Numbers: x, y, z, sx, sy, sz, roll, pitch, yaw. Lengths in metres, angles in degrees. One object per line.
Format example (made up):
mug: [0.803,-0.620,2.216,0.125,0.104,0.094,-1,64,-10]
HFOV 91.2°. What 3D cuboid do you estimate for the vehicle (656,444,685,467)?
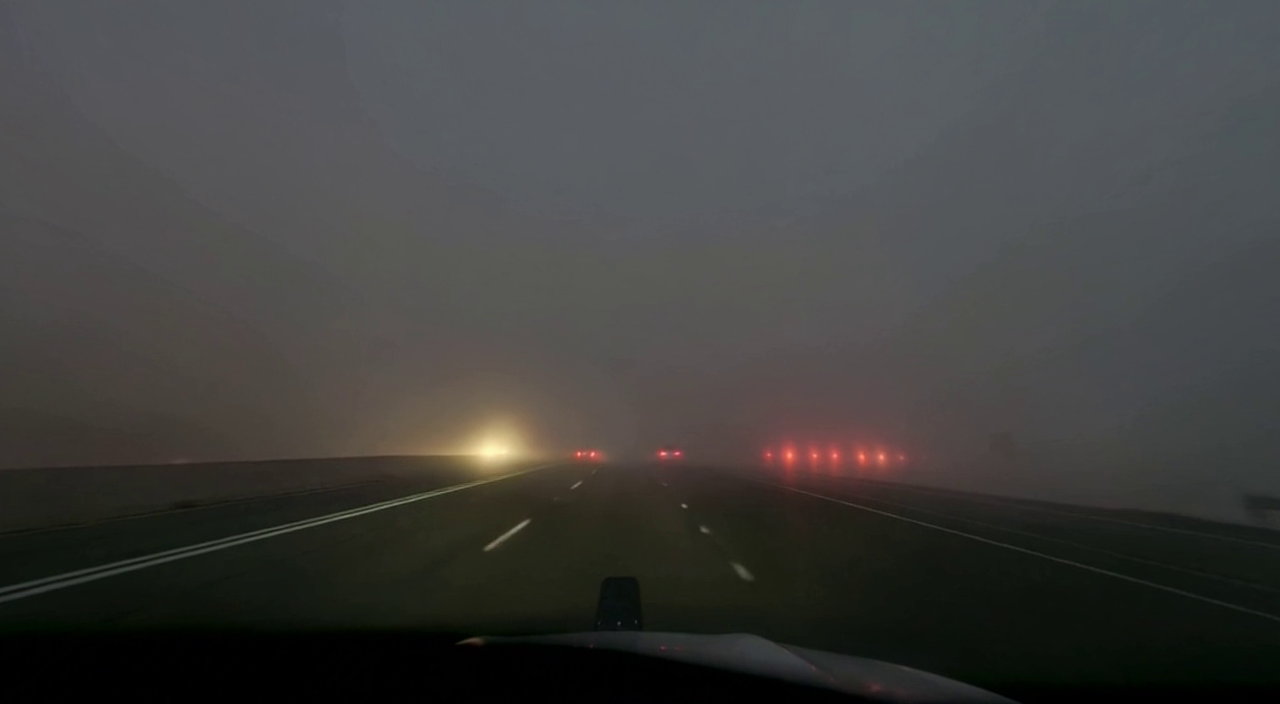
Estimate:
vehicle: [2.182,7.540,45.633,1.895,1.555,4.030,0,-9,0]
